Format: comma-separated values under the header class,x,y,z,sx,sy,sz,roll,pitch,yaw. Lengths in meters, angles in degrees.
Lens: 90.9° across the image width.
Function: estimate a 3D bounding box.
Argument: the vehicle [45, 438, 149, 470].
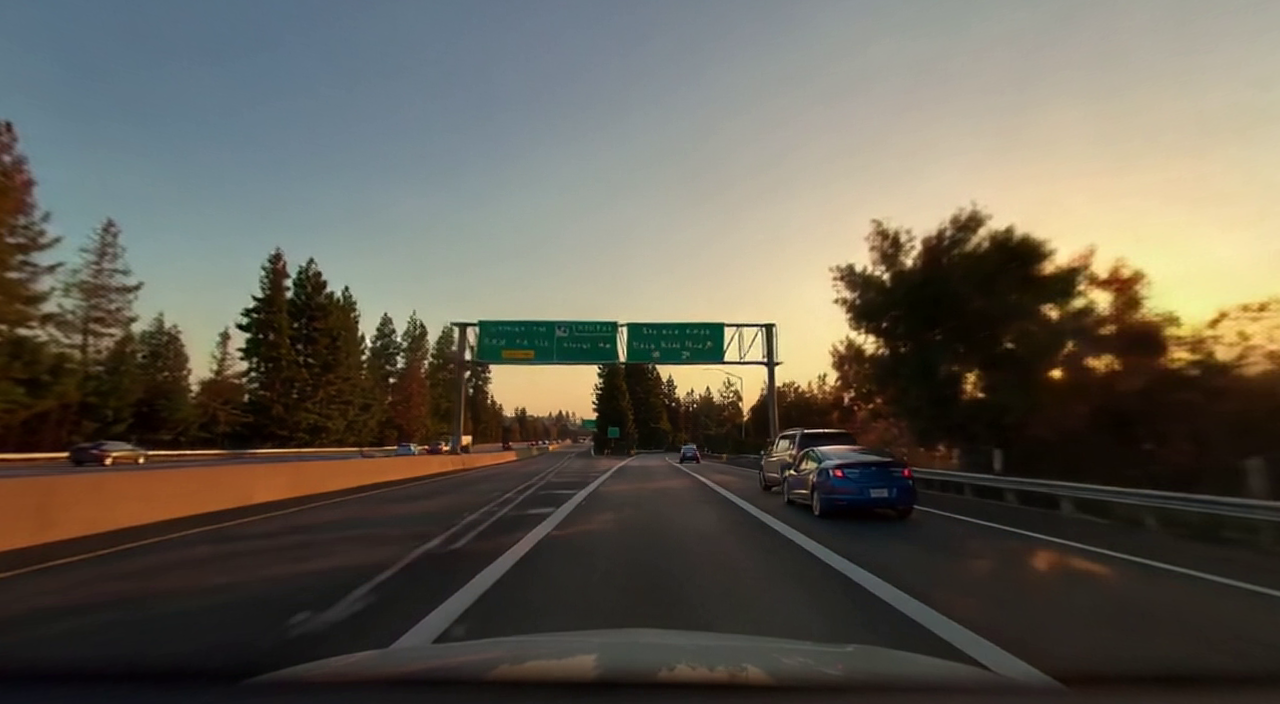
class,x,y,z,sx,sy,sz,roll,pitch,yaw
vehicle,-33.627,6.313,39.287,2.168,1.824,4.932,0,-8,-3
